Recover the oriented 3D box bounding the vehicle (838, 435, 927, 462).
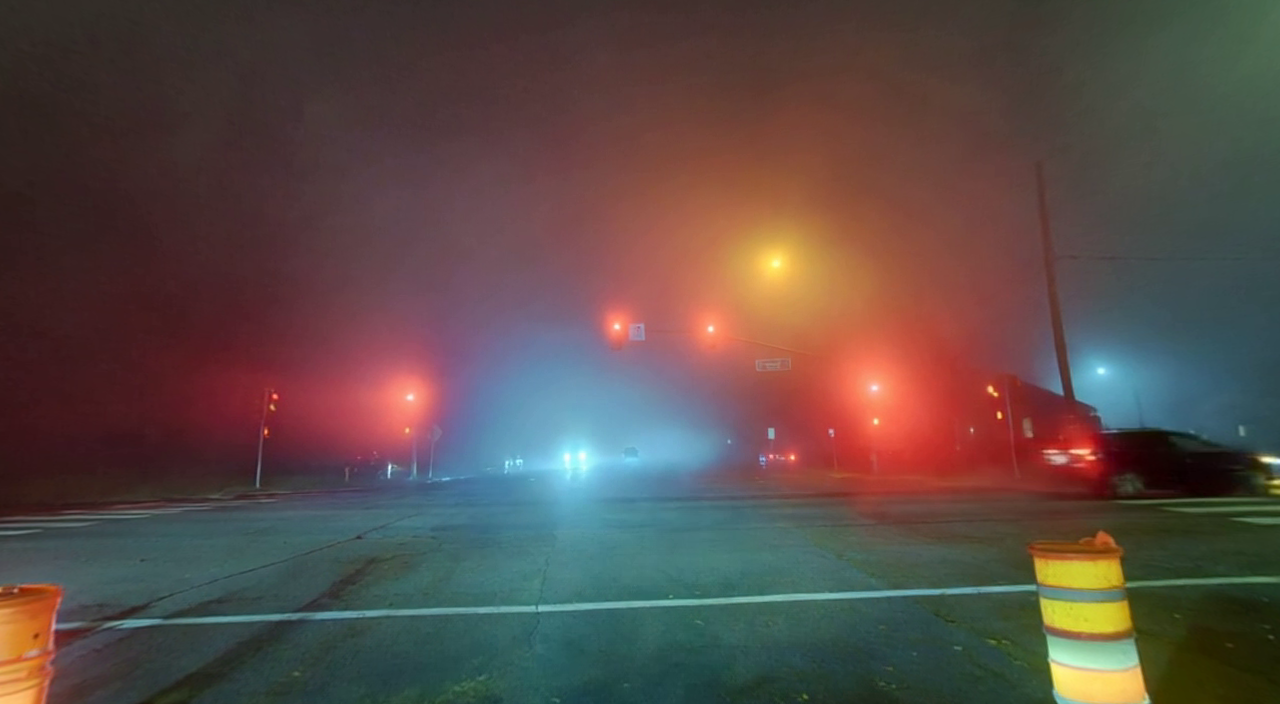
[{"bbox_3d":[15.384,6.174,40.314,4.892,1.656,1.856,0,-8,0],"label":"vehicle"}]

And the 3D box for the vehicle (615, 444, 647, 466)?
[{"bbox_3d":[-0.585,7.098,43.708,2.105,1.457,4.173,0,-8,-1],"label":"vehicle"}]

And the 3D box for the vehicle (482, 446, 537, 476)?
[{"bbox_3d":[-6.594,5.539,32.407,1.881,1.452,4.121,0,-8,0],"label":"vehicle"}]

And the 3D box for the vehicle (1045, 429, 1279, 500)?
[{"bbox_3d":[12.577,2.574,14.717,4.860,1.483,2.077,0,-8,-2],"label":"vehicle"}]

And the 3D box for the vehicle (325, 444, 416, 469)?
[{"bbox_3d":[-16.387,6.375,38.594,4.713,1.409,1.918,0,-8,-2],"label":"vehicle"}]
